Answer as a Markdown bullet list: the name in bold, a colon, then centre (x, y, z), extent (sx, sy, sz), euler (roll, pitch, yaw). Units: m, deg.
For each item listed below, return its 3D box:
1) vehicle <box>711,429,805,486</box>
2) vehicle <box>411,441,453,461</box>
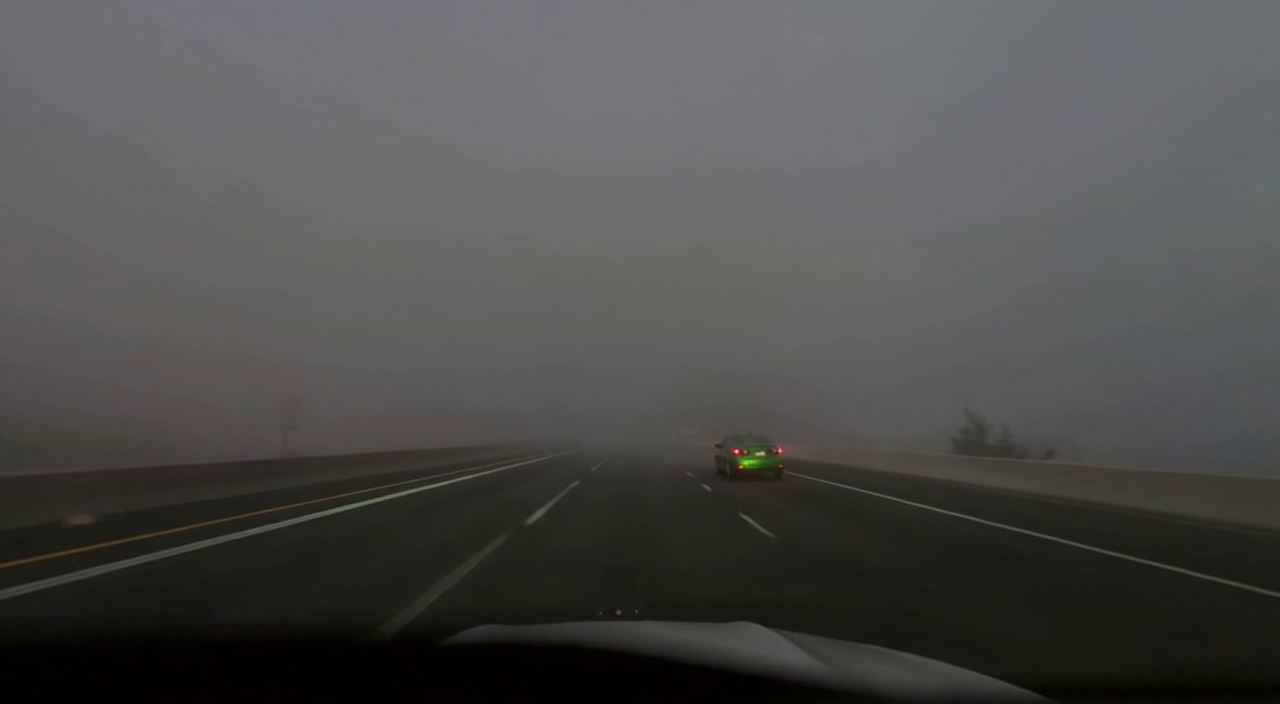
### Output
- **vehicle**: centre (3.371, 3.092, 18.830), extent (1.946, 1.481, 3.969), euler (0, -8, -2)
- **vehicle**: centre (-16.314, 7.766, 49.510), extent (1.853, 1.514, 4.183), euler (0, -8, 0)
